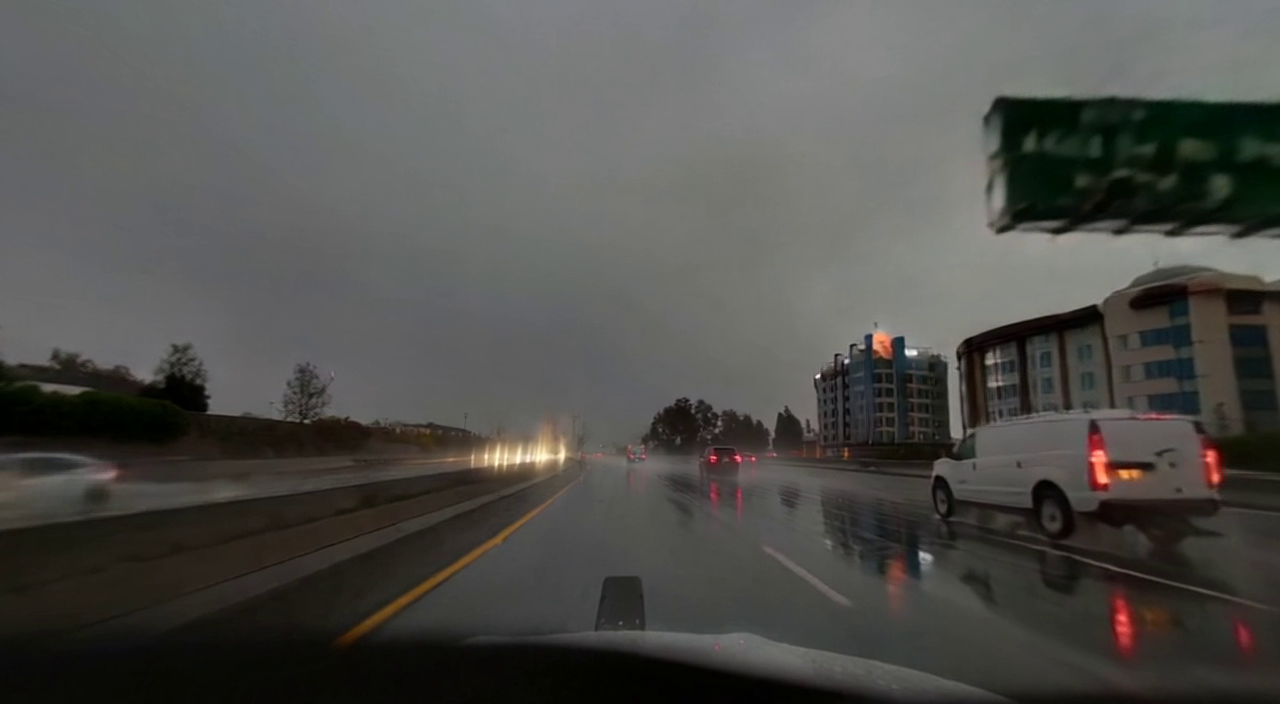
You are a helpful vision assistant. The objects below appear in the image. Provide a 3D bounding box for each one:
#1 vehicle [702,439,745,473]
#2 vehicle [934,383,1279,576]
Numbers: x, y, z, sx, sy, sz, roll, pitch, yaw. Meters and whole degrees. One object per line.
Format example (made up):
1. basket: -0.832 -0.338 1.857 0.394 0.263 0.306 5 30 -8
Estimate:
1. vehicle: 5.661 7.147 43.660 2.043 2.154 4.731 1 -9 -4
2. vehicle: 6.505 1.667 8.970 2.181 1.952 4.973 0 -9 -1
